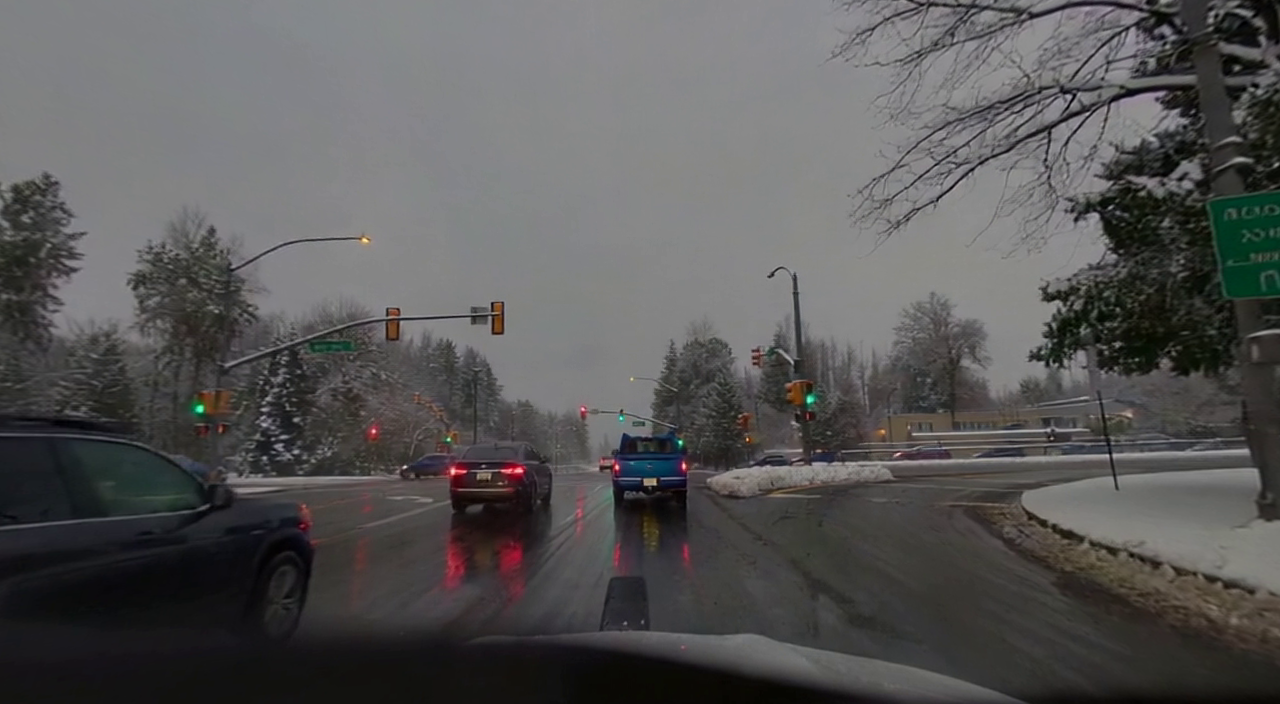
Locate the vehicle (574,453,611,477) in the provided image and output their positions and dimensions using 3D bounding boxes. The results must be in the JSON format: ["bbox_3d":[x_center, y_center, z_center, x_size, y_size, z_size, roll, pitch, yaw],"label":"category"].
[{"bbox_3d":[-3.097,7.487,42.017,2.101,1.443,4.367,0,-8,0],"label":"vehicle"}]

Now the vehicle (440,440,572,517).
[{"bbox_3d":[-2.861,2.804,14.556,2.013,1.474,4.393,0,-8,1],"label":"vehicle"}]

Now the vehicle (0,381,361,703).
[{"bbox_3d":[-3.108,0.993,2.940,1.960,1.528,3.490,0,-8,1],"label":"vehicle"}]

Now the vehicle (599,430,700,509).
[{"bbox_3d":[0.215,2.834,15.615,2.163,1.678,3.846,0,-8,0],"label":"vehicle"}]
